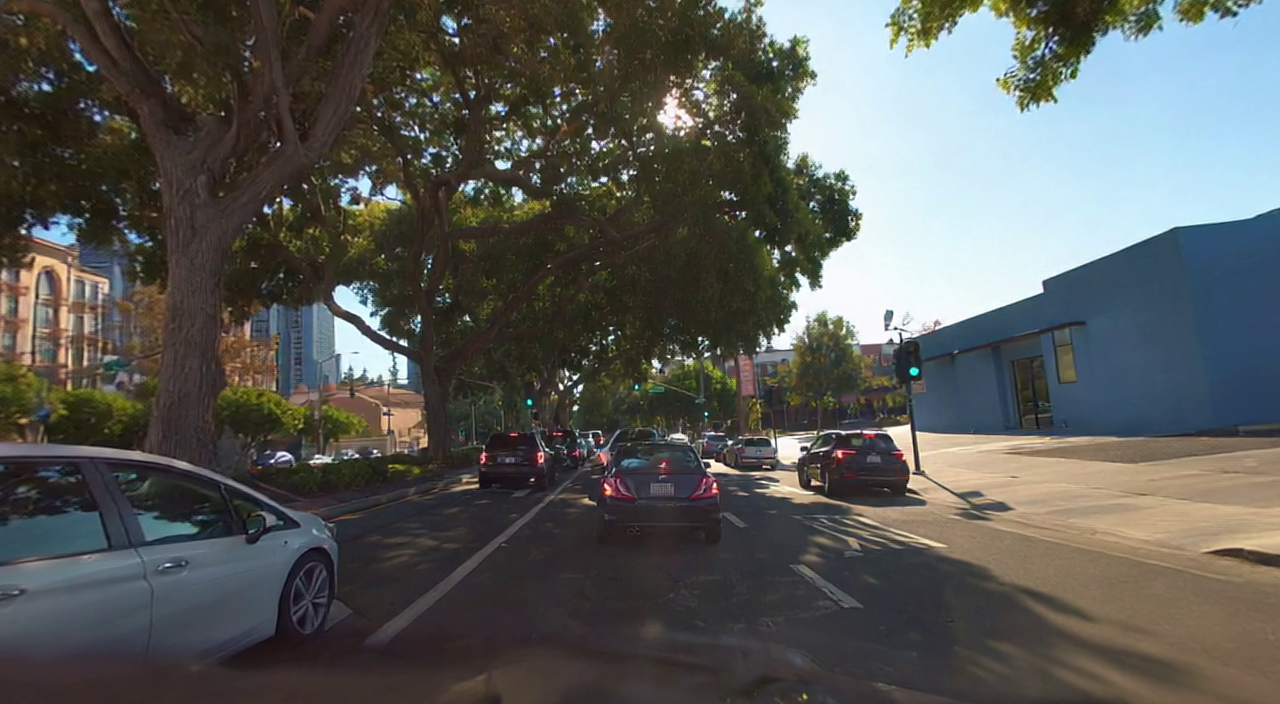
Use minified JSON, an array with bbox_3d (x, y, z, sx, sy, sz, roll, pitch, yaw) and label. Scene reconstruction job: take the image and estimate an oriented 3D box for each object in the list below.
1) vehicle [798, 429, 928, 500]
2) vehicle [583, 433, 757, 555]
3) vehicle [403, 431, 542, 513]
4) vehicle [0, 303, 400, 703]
[{"bbox_3d":[6.344,3.246,18.681,2.025,1.808,4.579,0,-9,-2],"label":"vehicle"},{"bbox_3d":[0.269,1.998,9.583,2.095,1.438,3.843,0,-9,-3],"label":"vehicle"},{"bbox_3d":[-3.513,2.617,14.244,1.901,1.522,4.556,0,-8,0],"label":"vehicle"},{"bbox_3d":[-3.268,0.933,3.383,2.152,1.802,4.628,0,-9,0],"label":"vehicle"}]
